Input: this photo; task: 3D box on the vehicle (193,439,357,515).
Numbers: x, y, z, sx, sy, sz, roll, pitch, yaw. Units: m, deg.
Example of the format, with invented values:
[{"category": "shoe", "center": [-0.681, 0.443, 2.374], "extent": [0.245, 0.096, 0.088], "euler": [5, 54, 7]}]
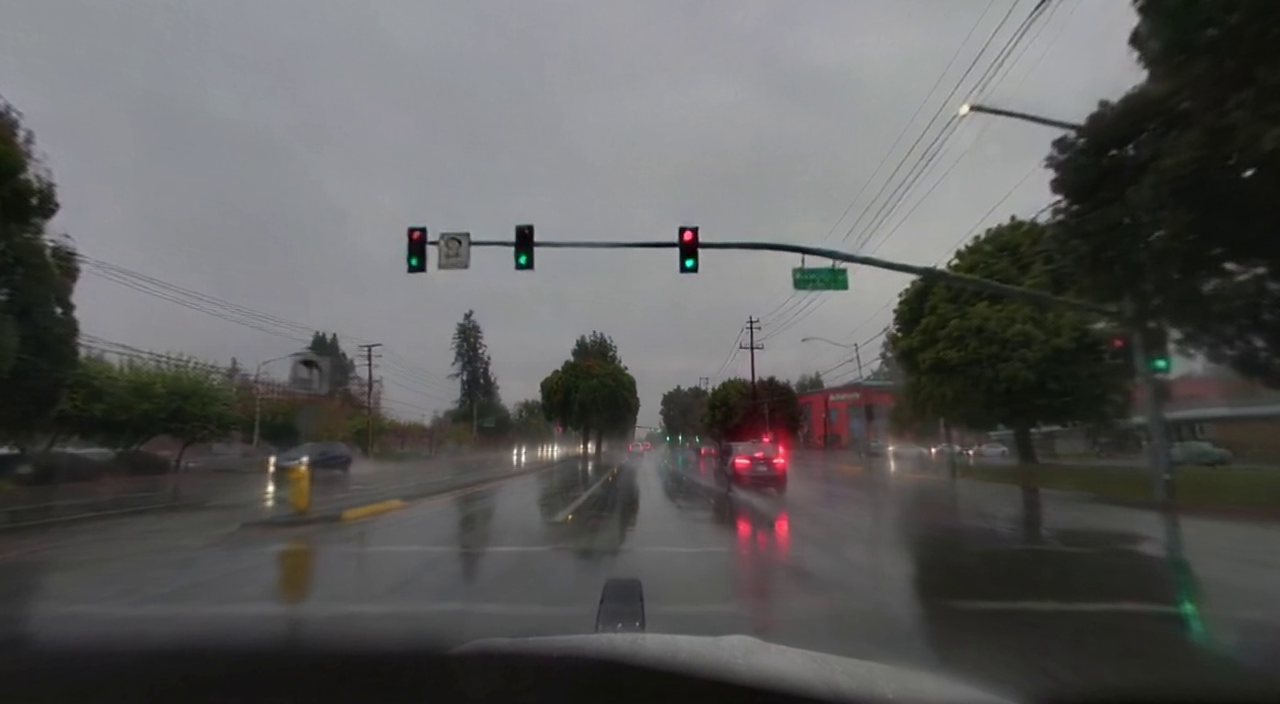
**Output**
[{"category": "vehicle", "center": [-9.174, 3.096, 16.376], "extent": [1.816, 1.478, 4.404], "euler": [-2, -6, -2]}]

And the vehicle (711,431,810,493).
[{"category": "vehicle", "center": [3.604, 3.372, 19.751], "extent": [2.128, 1.699, 4.222], "euler": [0, -8, -2]}]

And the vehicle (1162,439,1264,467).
[{"category": "vehicle", "center": [34.579, 6.112, 38.180], "extent": [4.236, 1.632, 1.892], "euler": [0, -8, 1]}]
